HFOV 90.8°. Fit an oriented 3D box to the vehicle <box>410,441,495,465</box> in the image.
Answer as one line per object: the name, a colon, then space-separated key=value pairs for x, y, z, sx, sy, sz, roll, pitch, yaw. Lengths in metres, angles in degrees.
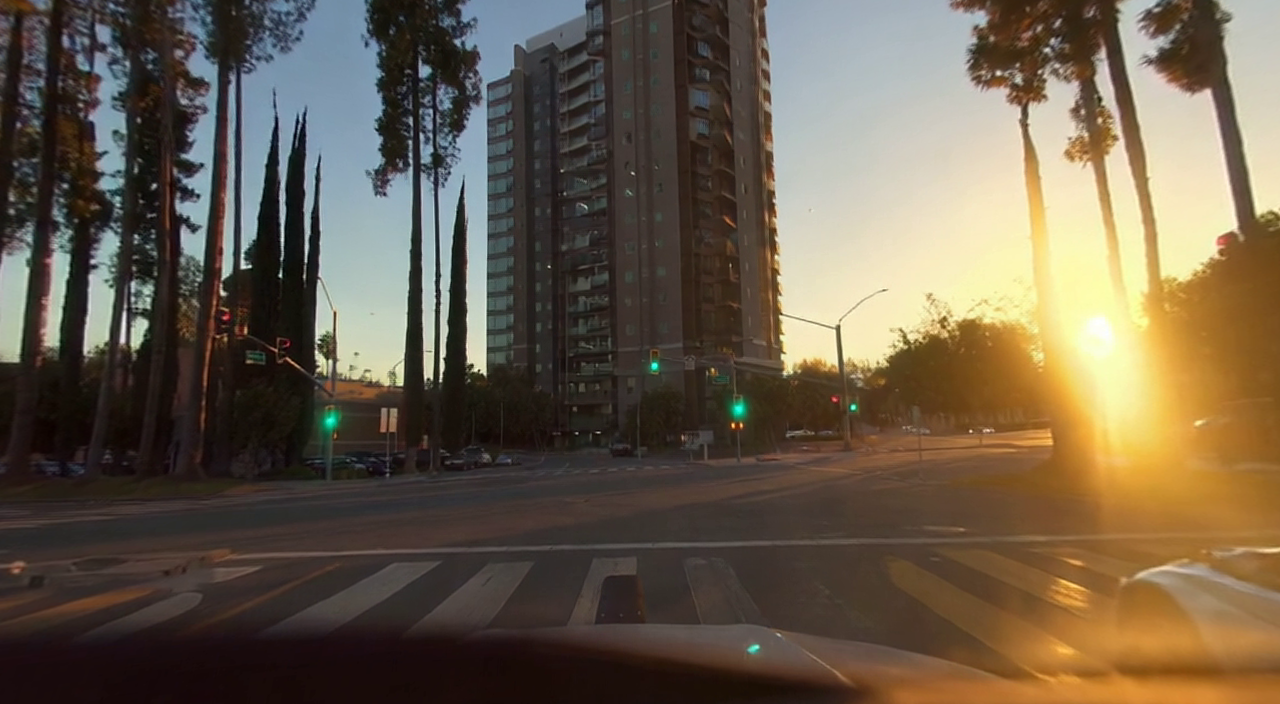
vehicle: x=-14.746 y=7.965 z=49.864 sx=6.021 sy=1.868 sz=2.172 roll=0 pitch=-9 yaw=1

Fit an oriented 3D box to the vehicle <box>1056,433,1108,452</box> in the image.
vehicle: x=34.843 y=7.159 z=49.894 sx=1.649 sy=1.463 sz=3.507 roll=0 pitch=-9 yaw=2

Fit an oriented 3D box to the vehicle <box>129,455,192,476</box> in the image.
vehicle: x=-36.426 y=8.615 z=48.082 sx=1.709 sy=1.410 sz=3.945 roll=0 pitch=-9 yaw=-1

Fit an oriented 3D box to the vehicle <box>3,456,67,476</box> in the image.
vehicle: x=-46.232 y=8.720 z=48.361 sx=1.627 sy=1.392 sz=3.330 roll=0 pitch=-9 yaw=-1

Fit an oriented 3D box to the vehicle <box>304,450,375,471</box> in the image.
vehicle: x=-21.874 y=7.890 z=46.122 sx=4.207 sy=1.508 sz=1.875 roll=0 pitch=-9 yaw=2

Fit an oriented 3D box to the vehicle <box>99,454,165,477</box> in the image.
vehicle: x=-38.863 y=8.667 z=48.420 sx=1.934 sy=1.507 sz=3.869 roll=1 pitch=-7 yaw=-3

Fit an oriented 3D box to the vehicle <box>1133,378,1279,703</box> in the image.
vehicle: x=3.290 y=0.635 z=0.806 sx=1.903 sy=1.529 sz=4.254 roll=0 pitch=-9 yaw=1
